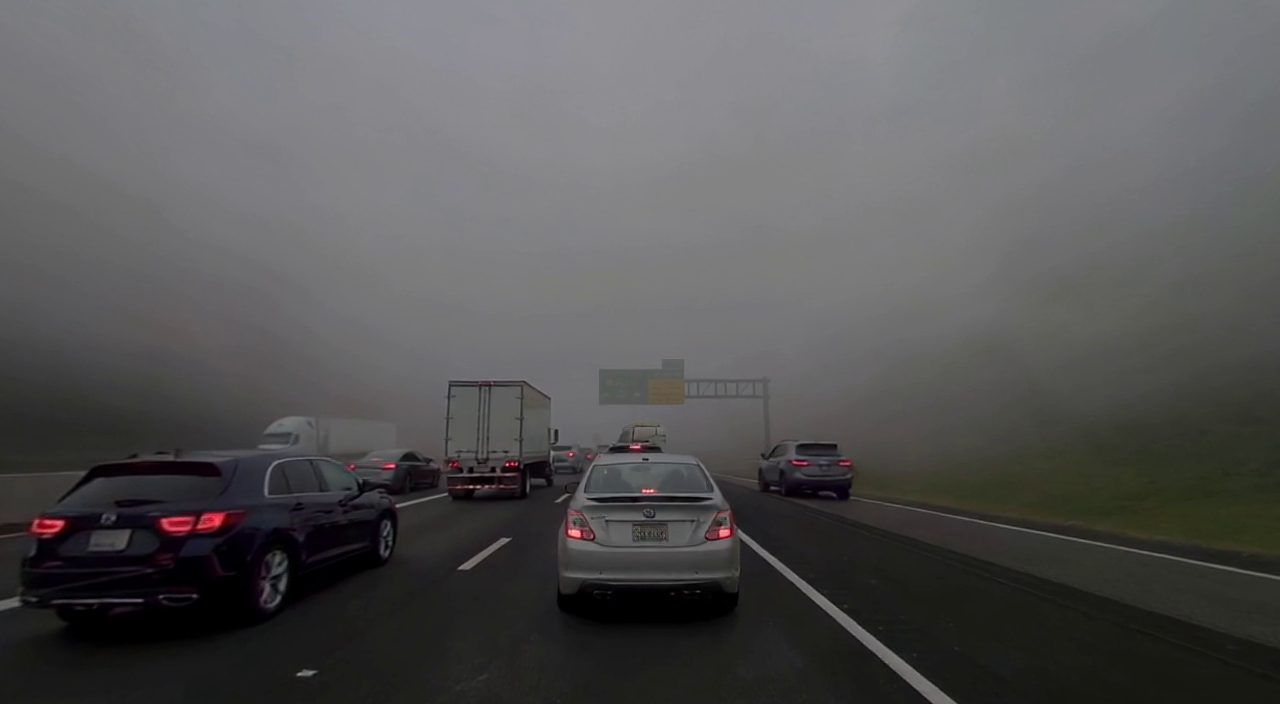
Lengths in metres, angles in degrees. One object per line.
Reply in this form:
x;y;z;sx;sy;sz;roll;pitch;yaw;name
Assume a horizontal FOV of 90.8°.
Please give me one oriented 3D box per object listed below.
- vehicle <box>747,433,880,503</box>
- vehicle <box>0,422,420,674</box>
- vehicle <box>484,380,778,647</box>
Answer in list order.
4.943;3.394;18.905;2.182;1.781;4.875;0;-9;-5;vehicle
-3.928;1.532;6.078;1.986;1.501;4.407;-1;-9;1;vehicle
-0.092;1.359;6.086;1.995;1.798;3.380;0;-9;-1;vehicle
